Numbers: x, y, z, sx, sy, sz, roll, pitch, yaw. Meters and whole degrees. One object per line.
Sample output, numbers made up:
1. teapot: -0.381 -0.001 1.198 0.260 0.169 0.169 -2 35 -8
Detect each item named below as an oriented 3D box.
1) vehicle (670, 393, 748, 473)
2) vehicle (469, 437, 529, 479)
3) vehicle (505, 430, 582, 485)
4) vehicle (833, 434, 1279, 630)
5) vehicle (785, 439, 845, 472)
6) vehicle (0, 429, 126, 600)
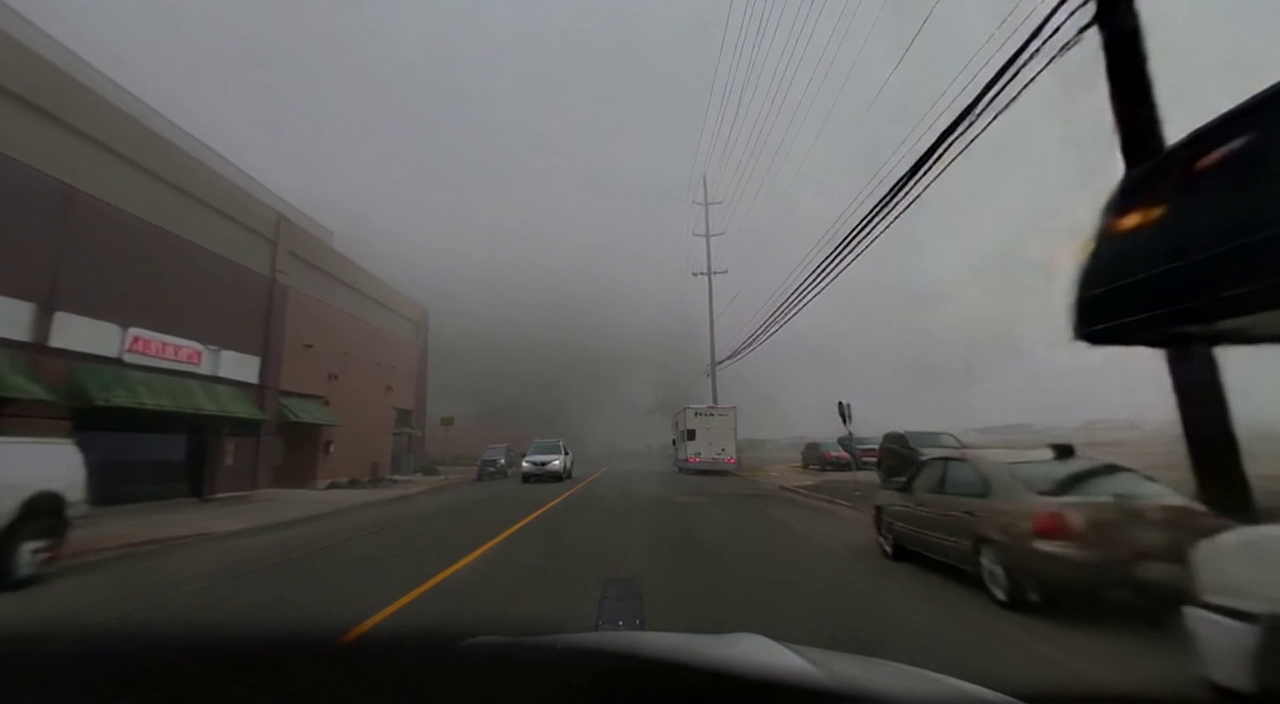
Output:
1. vehicle: 3.716 4.857 36.289 3.029 3.860 7.726 -4 -11 -3
2. vehicle: -8.093 6.147 36.793 2.177 2.075 5.427 -4 -9 0
3. vehicle: -3.761 4.232 25.554 2.307 1.998 4.734 0 -8 1
4. vehicle: 3.910 1.707 7.119 1.970 1.476 4.405 0 -8 -1
5. vehicle: 9.418 5.591 34.429 2.039 1.662 4.304 0 -8 0
6. vehicle: -7.879 1.645 6.053 2.001 1.830 4.735 0 -8 -2
